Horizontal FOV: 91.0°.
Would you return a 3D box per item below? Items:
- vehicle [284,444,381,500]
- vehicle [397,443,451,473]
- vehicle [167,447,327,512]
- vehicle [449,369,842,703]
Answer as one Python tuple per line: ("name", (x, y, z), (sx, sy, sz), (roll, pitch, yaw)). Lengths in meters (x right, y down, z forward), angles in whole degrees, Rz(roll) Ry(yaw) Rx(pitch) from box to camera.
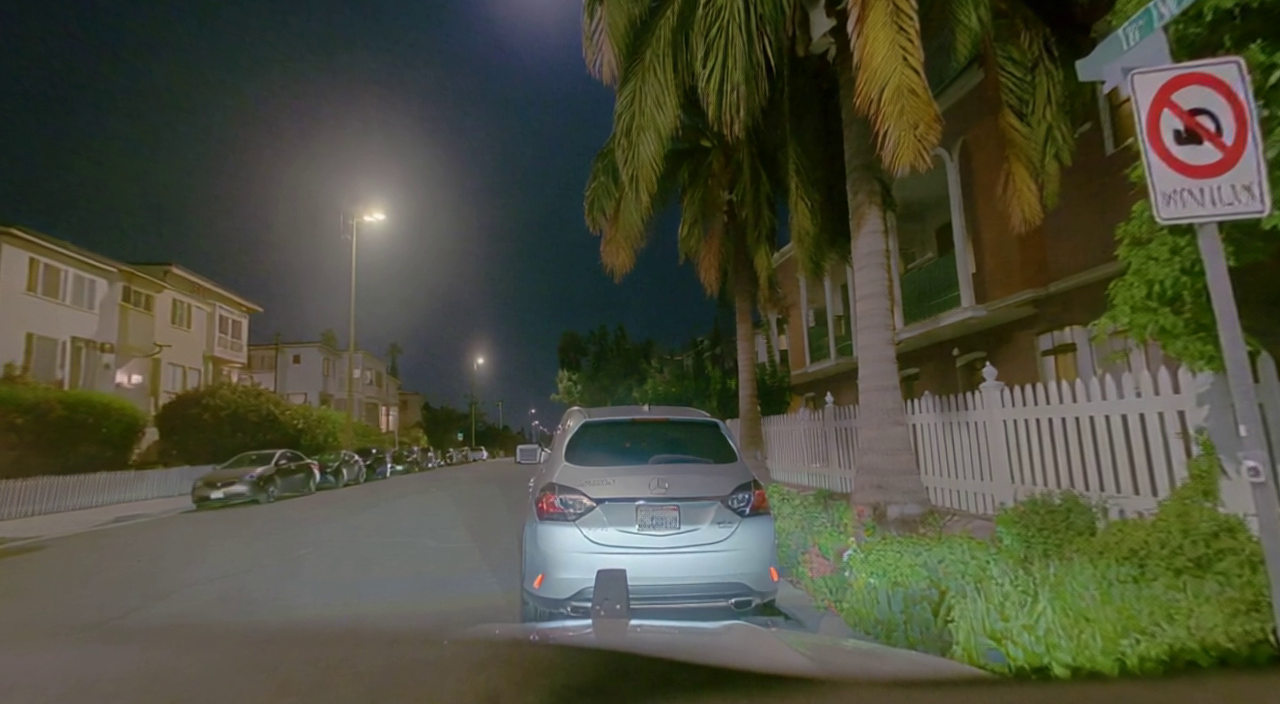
("vehicle", (-12.158, 4.709, 25.267), (2.048, 1.485, 4.757), (-4, -4, -7))
("vehicle", (-13.173, 6.463, 38.706), (2.060, 1.689, 4.999), (1, -8, -7))
("vehicle", (-11.393, 3.659, 18.793), (2.017, 1.627, 5.039), (1, -8, -7))
("vehicle", (-0.128, 1.213, 4.997), (1.894, 1.695, 3.795), (1, -8, -5))
